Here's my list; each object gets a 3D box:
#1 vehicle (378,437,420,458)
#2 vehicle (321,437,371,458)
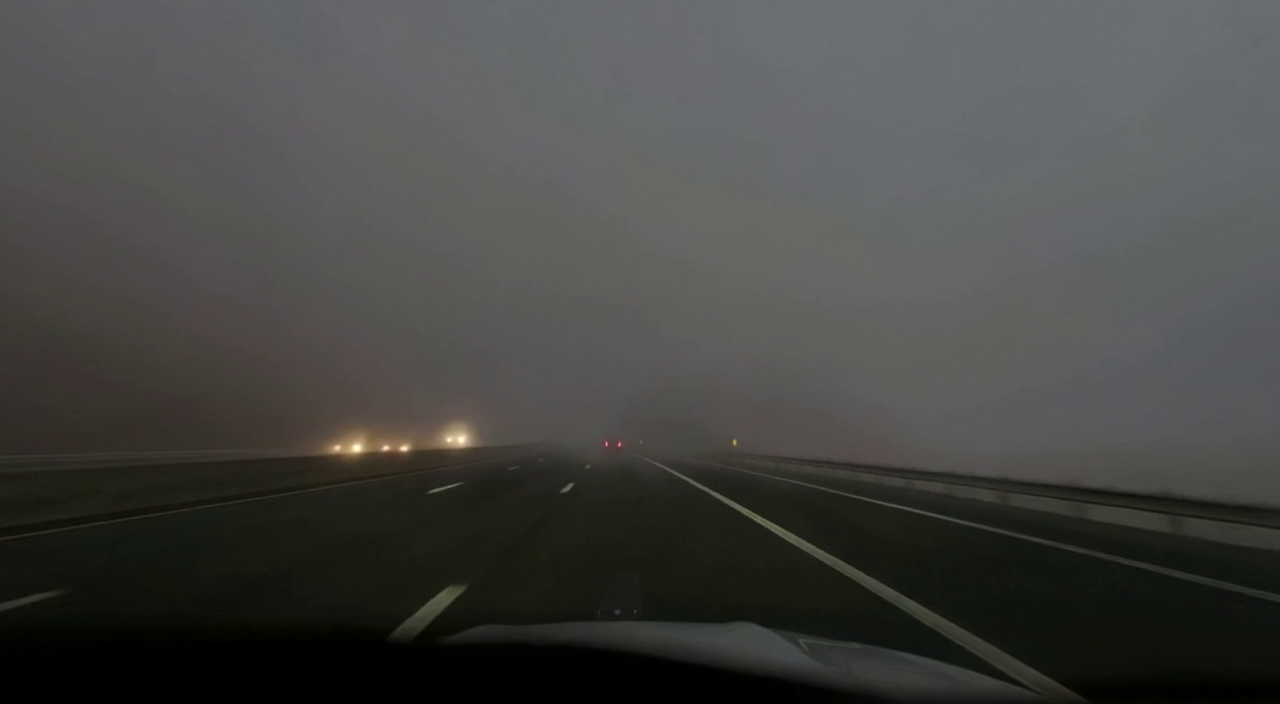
[{"bbox_3d":[-17.423,6.907,45.724,1.714,1.455,3.723,0,-8,-3],"label":"vehicle"},{"bbox_3d":[-21.917,7.120,47.104,1.806,1.497,4.474,0,-8,-2],"label":"vehicle"}]
